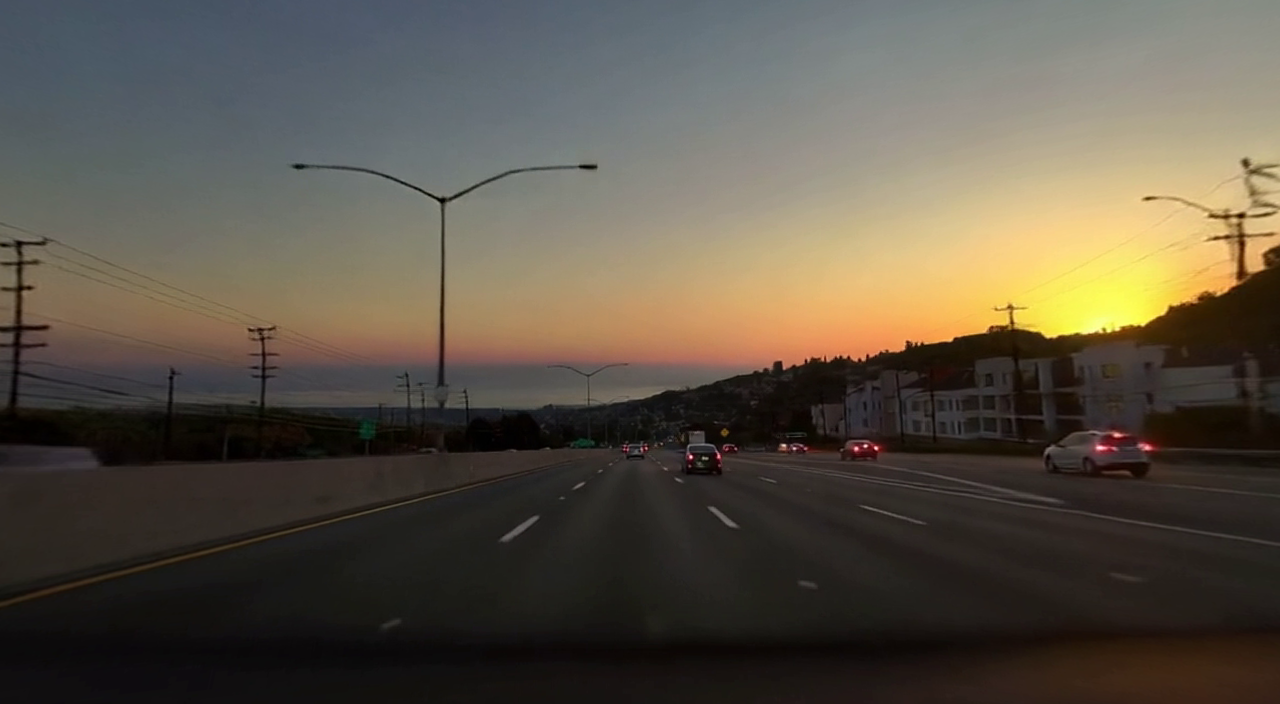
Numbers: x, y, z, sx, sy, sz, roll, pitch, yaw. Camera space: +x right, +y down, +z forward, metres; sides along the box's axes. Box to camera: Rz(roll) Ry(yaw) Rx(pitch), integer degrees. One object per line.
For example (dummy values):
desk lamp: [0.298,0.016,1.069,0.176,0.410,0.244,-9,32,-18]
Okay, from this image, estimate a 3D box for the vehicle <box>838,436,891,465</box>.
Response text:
vehicle: [15.074,6.640,42.729,2.070,1.782,5.006,-1,-9,4]

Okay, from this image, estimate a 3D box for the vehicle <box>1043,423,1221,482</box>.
vehicle: [17.773,3.686,23.349,2.190,1.911,5.658,-1,-9,3]

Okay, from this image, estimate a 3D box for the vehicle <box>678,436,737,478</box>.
vehicle: [2.845,4.558,27.647,1.997,1.638,4.281,0,-9,-1]
